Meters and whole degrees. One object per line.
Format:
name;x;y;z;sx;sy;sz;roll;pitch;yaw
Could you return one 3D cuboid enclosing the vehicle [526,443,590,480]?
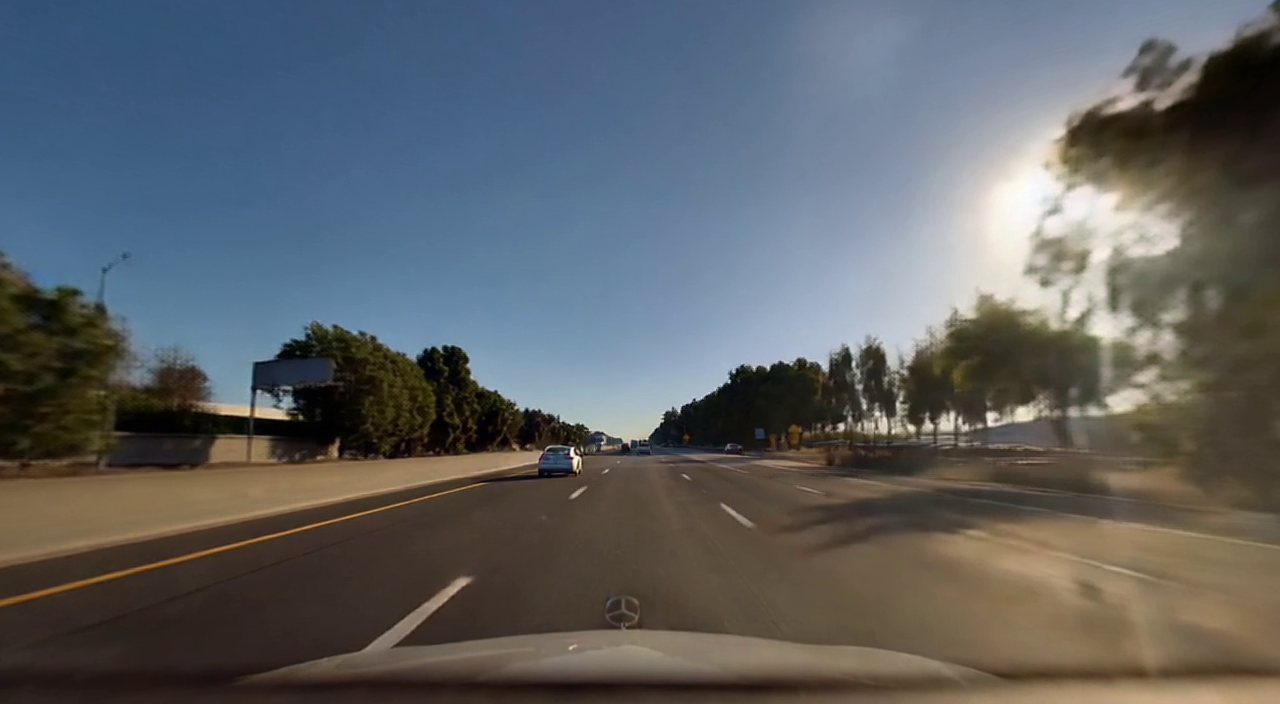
vehicle;-3.549;4.841;28.109;2.162;1.493;4.583;0;-9;1
